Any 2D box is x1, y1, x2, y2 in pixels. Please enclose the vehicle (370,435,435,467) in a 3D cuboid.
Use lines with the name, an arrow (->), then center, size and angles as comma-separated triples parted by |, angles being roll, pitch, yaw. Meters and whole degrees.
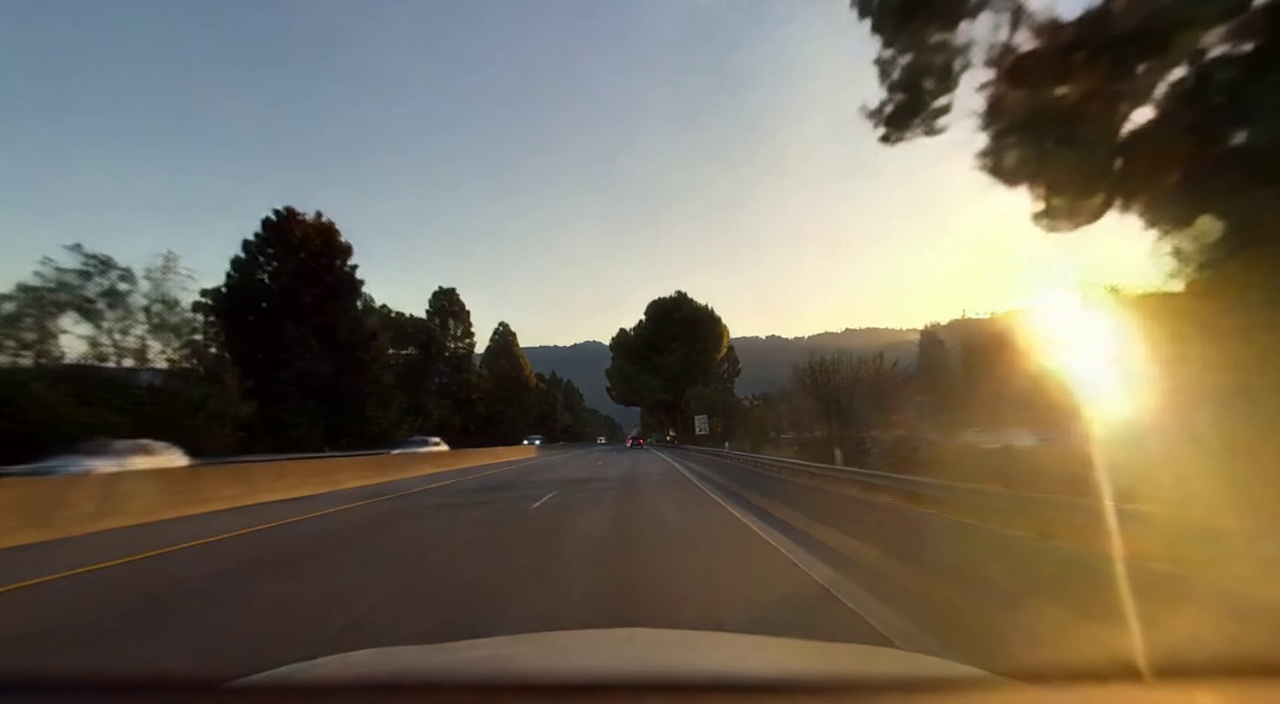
vehicle -> -12.771, 5.312, 34.070 | 1.843, 1.593, 4.195 | 0, -8, 0

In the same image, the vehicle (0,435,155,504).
vehicle -> -16.217, 3.179, 17.557 | 1.914, 1.668, 4.316 | 0, -8, 0
